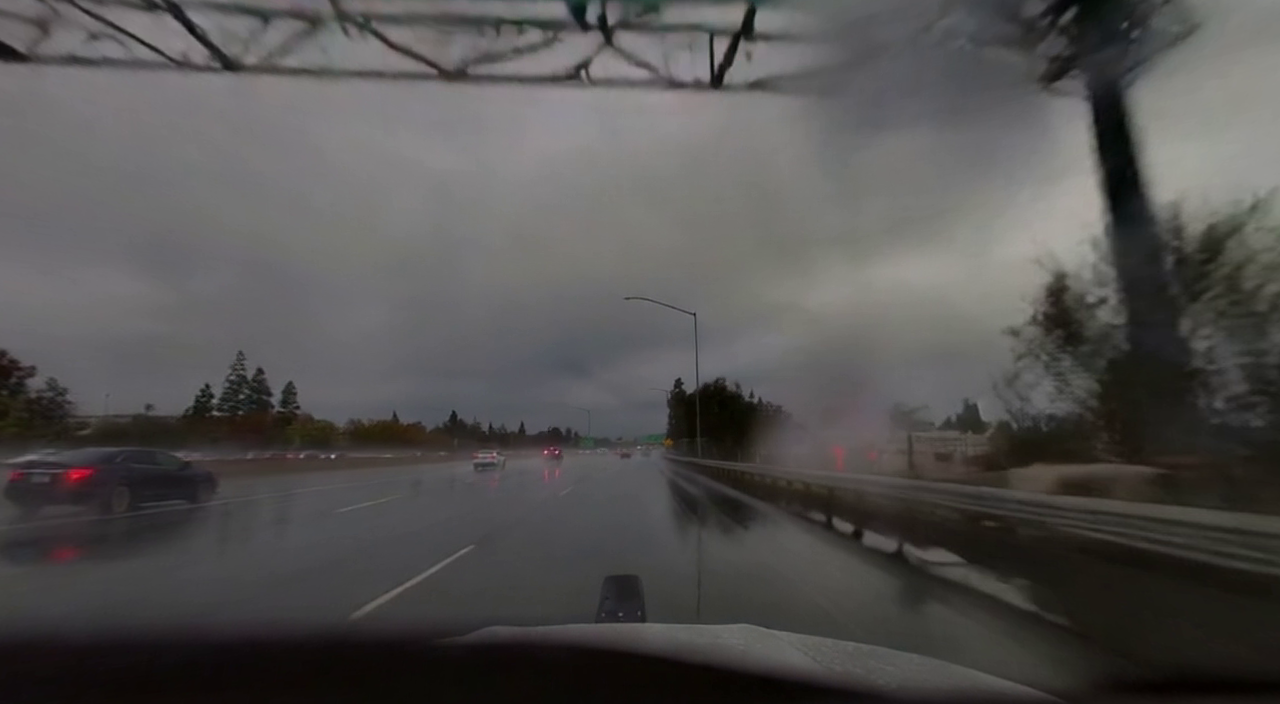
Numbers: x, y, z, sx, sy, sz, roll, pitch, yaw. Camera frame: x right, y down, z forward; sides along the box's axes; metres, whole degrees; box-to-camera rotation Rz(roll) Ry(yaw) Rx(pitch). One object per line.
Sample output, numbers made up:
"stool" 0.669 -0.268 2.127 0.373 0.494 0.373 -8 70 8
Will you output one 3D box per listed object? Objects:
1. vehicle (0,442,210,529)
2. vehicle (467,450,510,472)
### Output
"vehicle" -11.631 2.737 13.573 1.829 1.520 4.505 0 -9 -4
"vehicle" -10.850 7.820 45.526 2.271 1.537 4.029 0 -9 -2
